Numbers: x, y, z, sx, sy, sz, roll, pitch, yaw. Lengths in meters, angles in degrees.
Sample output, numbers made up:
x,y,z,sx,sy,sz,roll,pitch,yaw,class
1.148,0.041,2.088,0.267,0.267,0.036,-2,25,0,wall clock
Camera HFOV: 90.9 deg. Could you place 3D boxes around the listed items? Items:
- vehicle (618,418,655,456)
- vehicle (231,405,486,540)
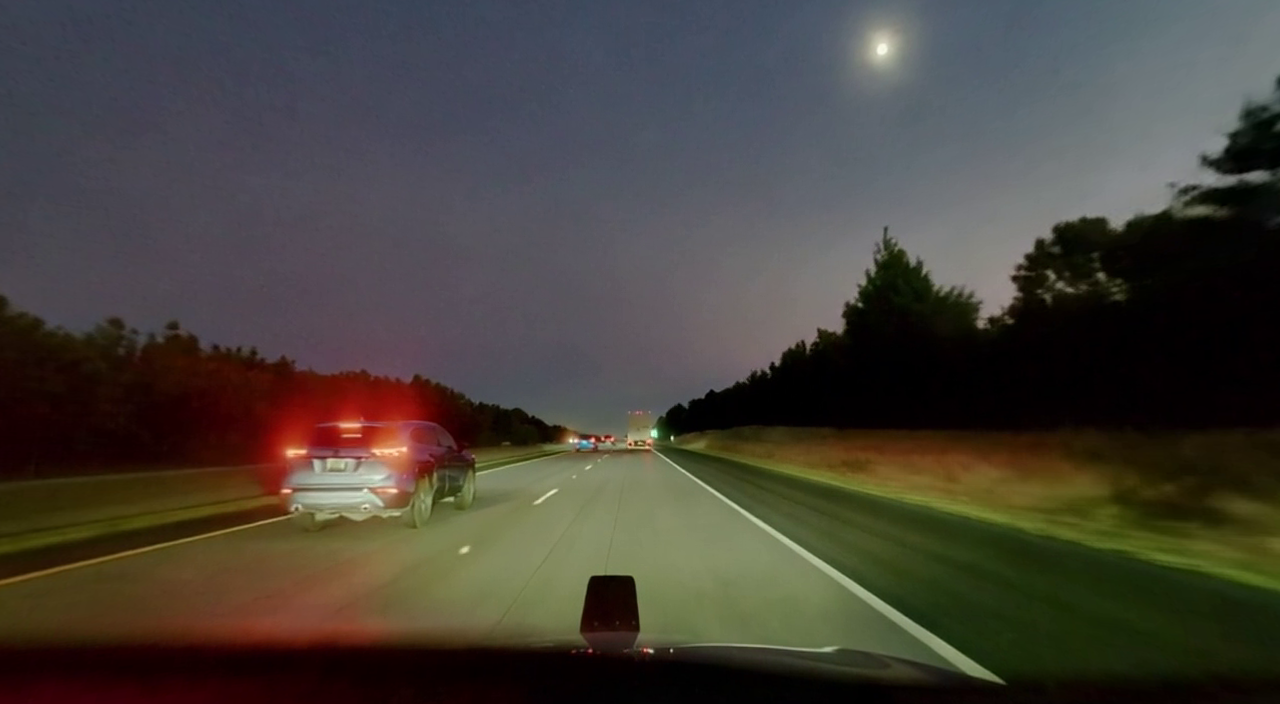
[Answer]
x,y,z,sx,sy,sz,roll,pitch,yaw,class
-0.278,6.112,45.190,2.526,2.531,5.026,0,-8,-1,vehicle
-4.006,1.780,9.980,2.045,1.655,4.301,0,-8,0,vehicle
